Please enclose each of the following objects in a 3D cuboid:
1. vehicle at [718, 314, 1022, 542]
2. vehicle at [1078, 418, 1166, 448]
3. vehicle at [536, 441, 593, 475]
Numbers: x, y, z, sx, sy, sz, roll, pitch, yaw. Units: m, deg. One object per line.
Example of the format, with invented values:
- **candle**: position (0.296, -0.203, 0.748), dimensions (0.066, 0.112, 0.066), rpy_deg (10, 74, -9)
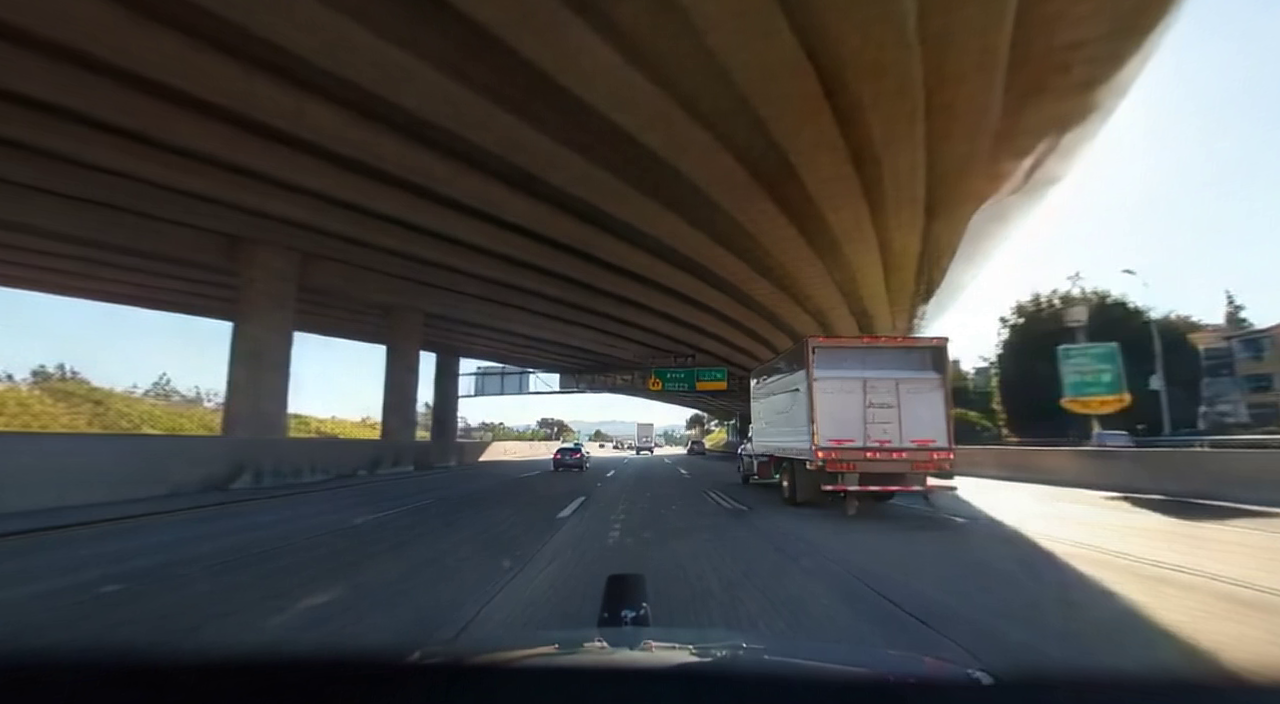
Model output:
- **vehicle**: position (4.048, 1.882, 14.670), dimensions (3.049, 3.395, 10.595), rpy_deg (0, -8, 0)
- **vehicle**: position (28.657, 4.840, 37.498), dimensions (1.928, 1.603, 4.315), rpy_deg (1, -7, 2)
- **vehicle**: position (-3.657, 5.260, 31.491), dimensions (2.143, 1.529, 4.918), rpy_deg (0, -8, 1)
